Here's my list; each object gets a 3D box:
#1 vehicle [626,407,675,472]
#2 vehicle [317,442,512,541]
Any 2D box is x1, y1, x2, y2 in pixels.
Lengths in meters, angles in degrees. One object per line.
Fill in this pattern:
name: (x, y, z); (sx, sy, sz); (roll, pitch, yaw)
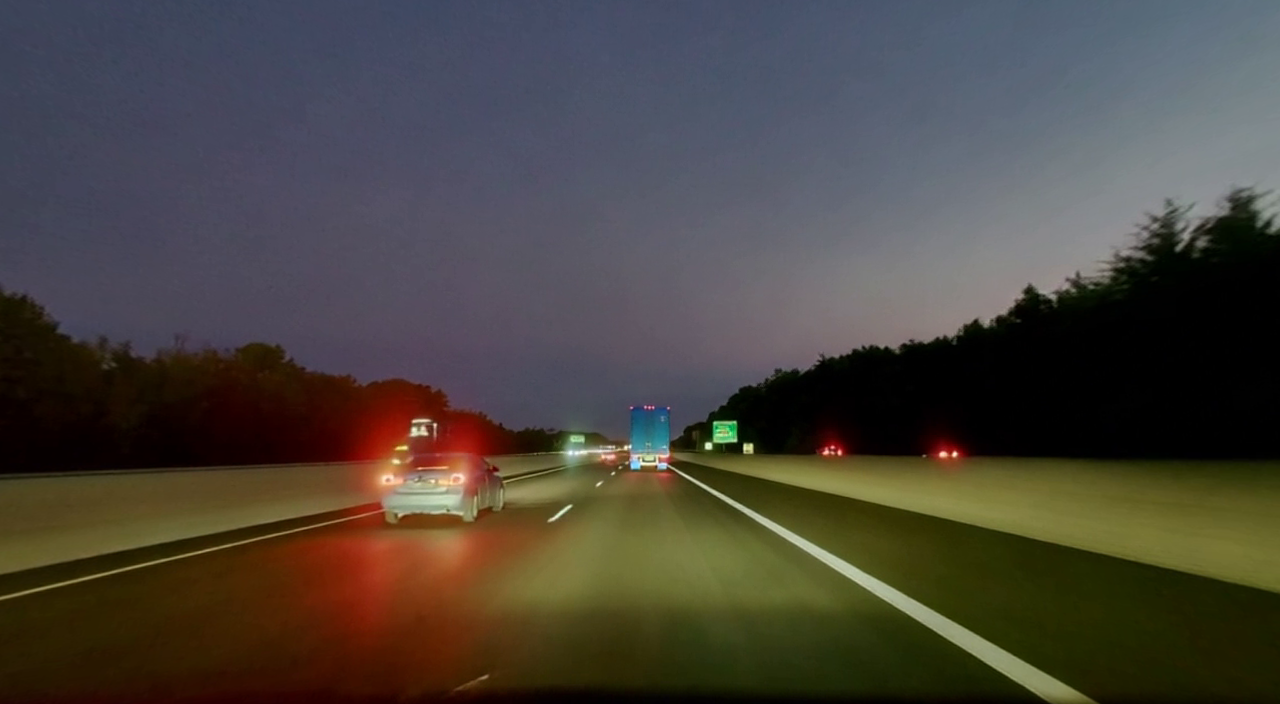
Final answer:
vehicle: (0.674, 6.244, 44.513); (3.022, 4.072, 10.318); (0, -9, 0)
vehicle: (-3.849, 2.432, 11.743); (1.931, 1.466, 4.458); (0, -9, 1)
